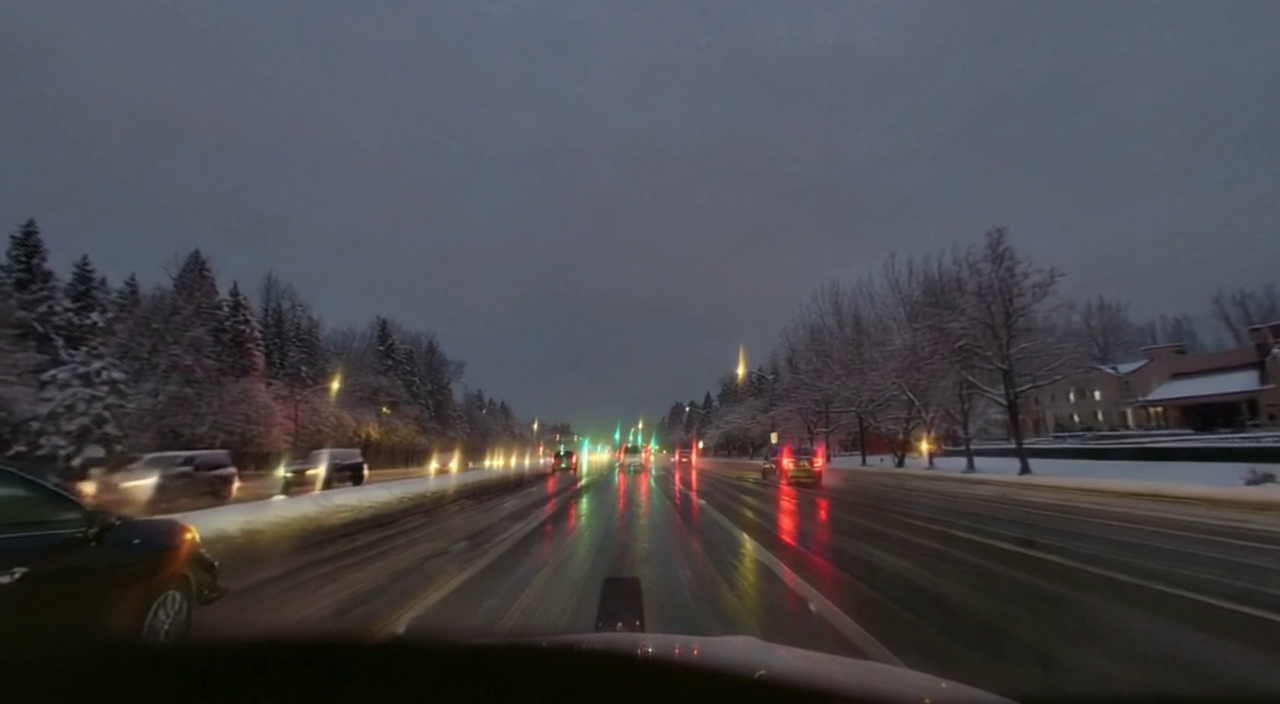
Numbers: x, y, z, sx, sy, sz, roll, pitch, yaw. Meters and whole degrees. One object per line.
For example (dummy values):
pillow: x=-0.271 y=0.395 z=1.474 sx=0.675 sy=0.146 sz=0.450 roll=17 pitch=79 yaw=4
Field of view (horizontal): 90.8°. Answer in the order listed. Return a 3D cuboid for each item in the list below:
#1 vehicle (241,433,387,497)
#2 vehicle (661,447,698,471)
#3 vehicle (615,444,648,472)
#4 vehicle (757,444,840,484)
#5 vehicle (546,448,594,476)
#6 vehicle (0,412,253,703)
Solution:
vehicle: x=-9.498 y=3.318 z=18.912 sx=2.026 sy=1.639 sz=4.496 roll=0 pitch=-9 yaw=-1
vehicle: x=2.535 y=6.987 z=41.532 sx=2.014 sy=1.430 sz=4.103 roll=0 pitch=-9 yaw=-2
vehicle: x=-0.560 y=6.866 z=41.143 sx=2.008 sy=1.716 sz=4.125 roll=0 pitch=-9 yaw=-1
vehicle: x=6.213 y=4.438 z=25.411 sx=2.028 sy=1.451 sz=4.625 roll=0 pitch=-9 yaw=-1
vehicle: x=-3.860 y=6.128 z=35.451 sx=2.163 sy=1.474 sz=4.413 roll=0 pitch=-9 yaw=0
vehicle: x=-3.742 y=0.936 z=2.225 sx=2.018 sy=1.476 sz=4.364 roll=0 pitch=-9 yaw=-1
